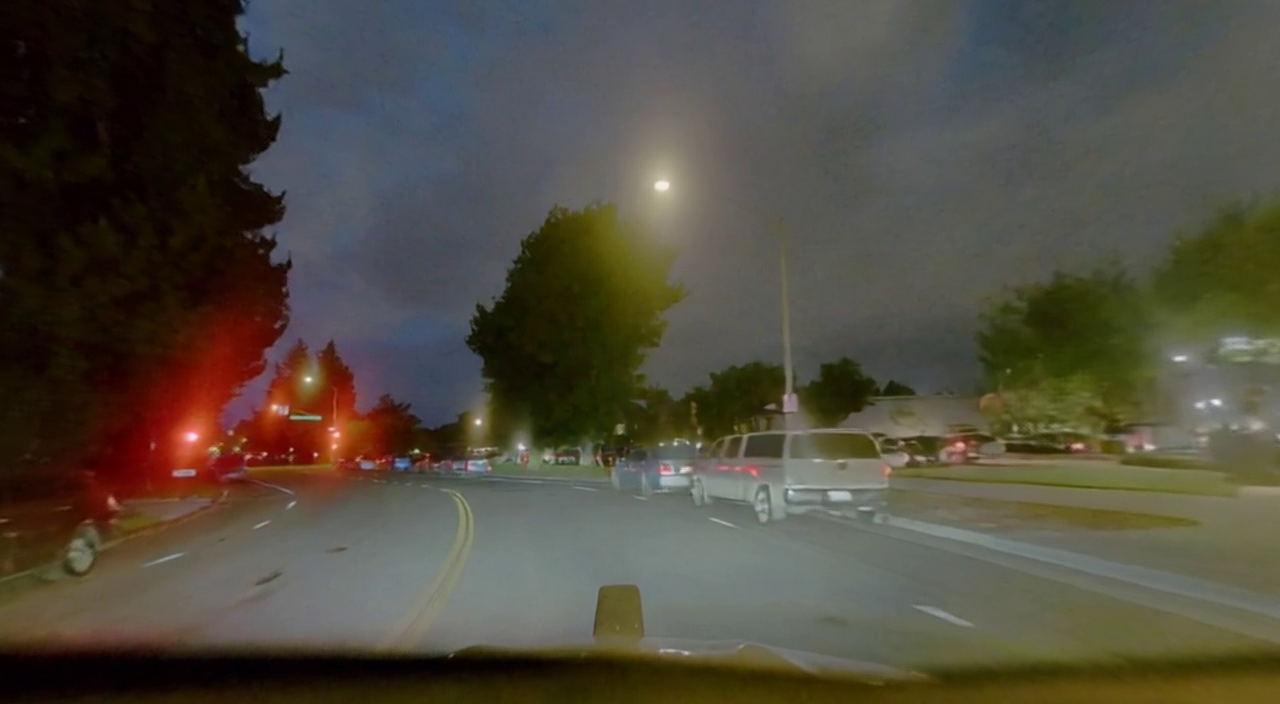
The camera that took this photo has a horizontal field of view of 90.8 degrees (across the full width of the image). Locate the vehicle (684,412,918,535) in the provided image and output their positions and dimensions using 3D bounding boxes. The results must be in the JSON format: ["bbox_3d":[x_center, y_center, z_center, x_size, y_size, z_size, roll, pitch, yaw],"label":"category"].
[{"bbox_3d":[2.618,2.153,11.936,2.289,1.785,4.944,1,-8,-12],"label":"vehicle"}]

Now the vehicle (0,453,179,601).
[{"bbox_3d":[-8.222,2.177,8.004,2.142,1.483,4.629,-3,-7,-13],"label":"vehicle"}]

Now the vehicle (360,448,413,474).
[{"bbox_3d":[-19.961,8.521,49.535,2.255,1.863,5.629,6,-10,-38],"label":"vehicle"}]

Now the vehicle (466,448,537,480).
[{"bbox_3d":[-7.197,5.695,32.512,1.884,1.508,4.713,5,-10,-34],"label":"vehicle"}]

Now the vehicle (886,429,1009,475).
[{"bbox_3d":[11.457,3.659,23.448,4.577,1.531,2.098,6,-10,-36],"label":"vehicle"}]

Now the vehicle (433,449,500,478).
[{"bbox_3d":[-10.151,6.454,36.805,2.016,1.509,4.789,6,-10,-38],"label":"vehicle"}]

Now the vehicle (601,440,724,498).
[{"bbox_3d":[0.502,3.448,19.150,2.066,1.509,4.579,3,-9,-21],"label":"vehicle"}]

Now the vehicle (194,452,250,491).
[{"bbox_3d":[-23.553,6.607,35.482,2.171,1.838,5.344,2,-8,-38],"label":"vehicle"}]
